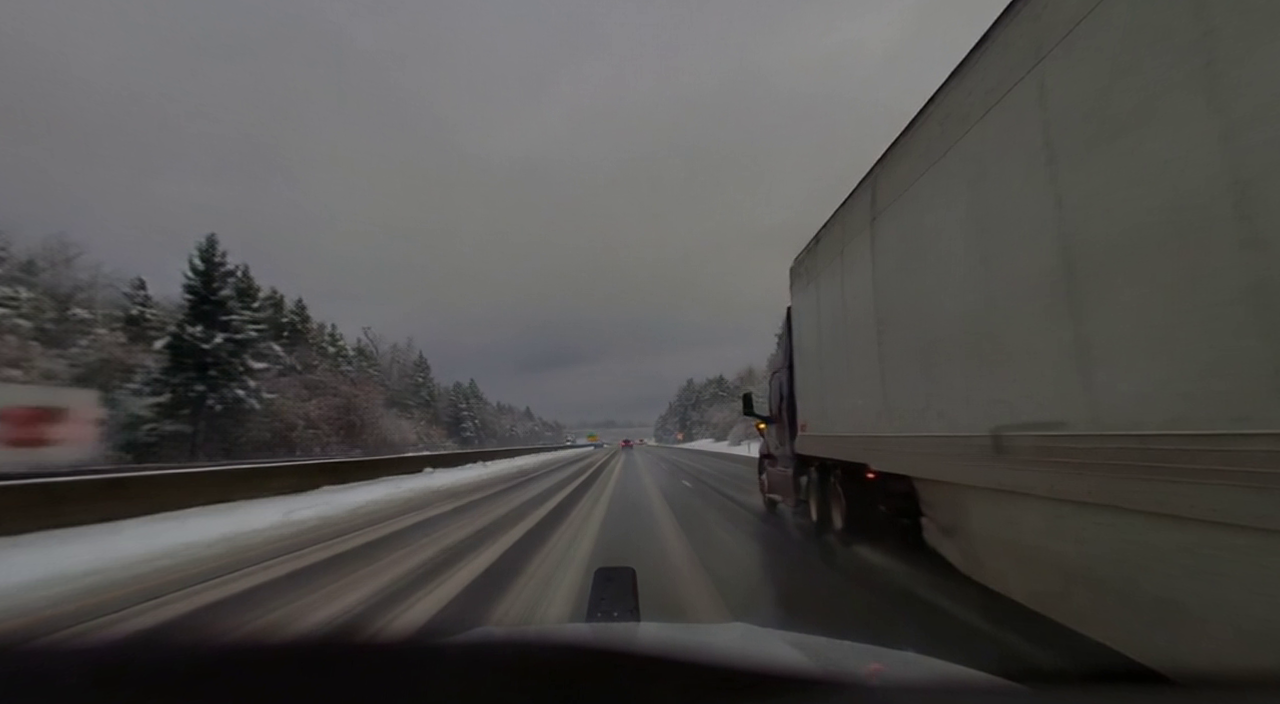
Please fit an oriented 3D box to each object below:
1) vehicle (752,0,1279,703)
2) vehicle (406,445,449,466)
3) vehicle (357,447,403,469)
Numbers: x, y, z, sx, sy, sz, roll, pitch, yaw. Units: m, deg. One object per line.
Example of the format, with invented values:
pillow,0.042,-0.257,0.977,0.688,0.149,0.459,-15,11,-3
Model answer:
vehicle,3.990,-0.119,4.445,3.489,4.211,14.193,0,-8,-1
vehicle,-16.161,7.842,48.072,1.913,1.465,4.331,0,-8,-1
vehicle,-19.795,8.088,48.052,1.795,1.501,4.218,0,-8,-1
